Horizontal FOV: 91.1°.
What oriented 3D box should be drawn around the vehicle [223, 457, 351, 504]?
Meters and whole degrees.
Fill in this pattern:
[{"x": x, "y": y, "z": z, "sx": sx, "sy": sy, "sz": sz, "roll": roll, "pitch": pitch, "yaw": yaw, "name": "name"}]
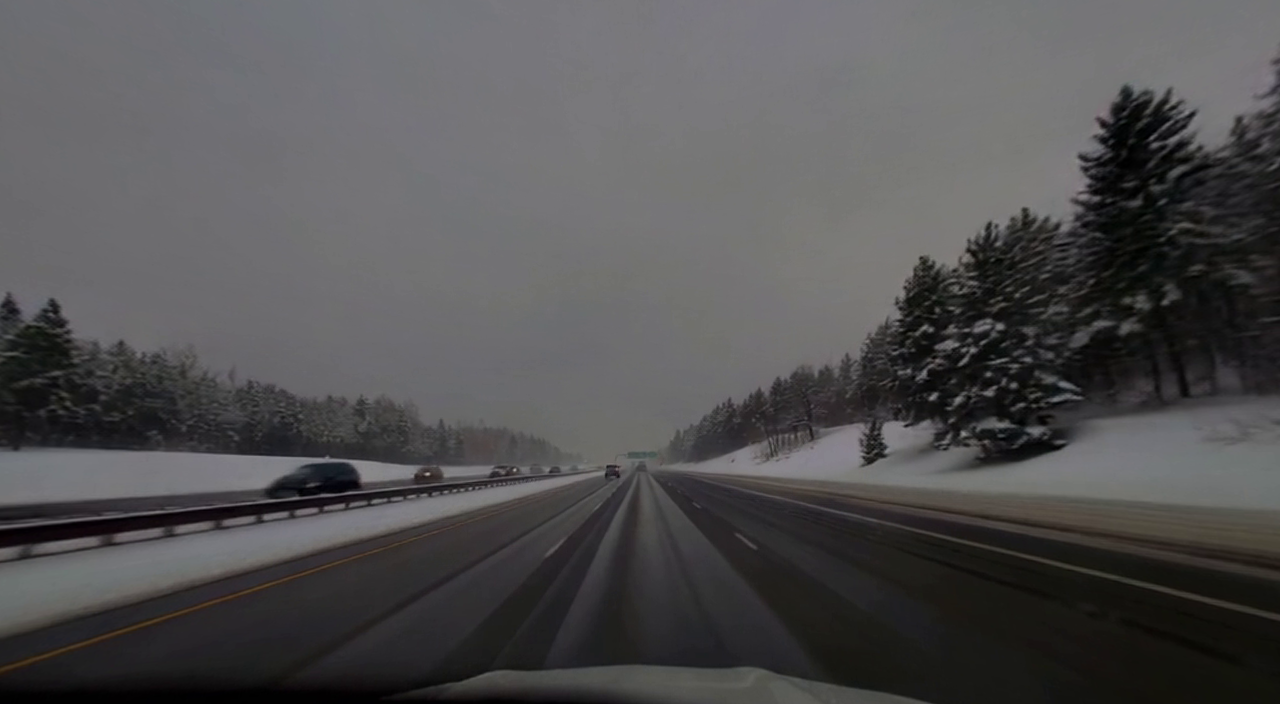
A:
[{"x": -12.441, "y": 4.570, "z": 22.518, "sx": 1.993, "sy": 1.464, "sz": 4.416, "roll": 1, "pitch": -10, "yaw": 0, "name": "vehicle"}]
